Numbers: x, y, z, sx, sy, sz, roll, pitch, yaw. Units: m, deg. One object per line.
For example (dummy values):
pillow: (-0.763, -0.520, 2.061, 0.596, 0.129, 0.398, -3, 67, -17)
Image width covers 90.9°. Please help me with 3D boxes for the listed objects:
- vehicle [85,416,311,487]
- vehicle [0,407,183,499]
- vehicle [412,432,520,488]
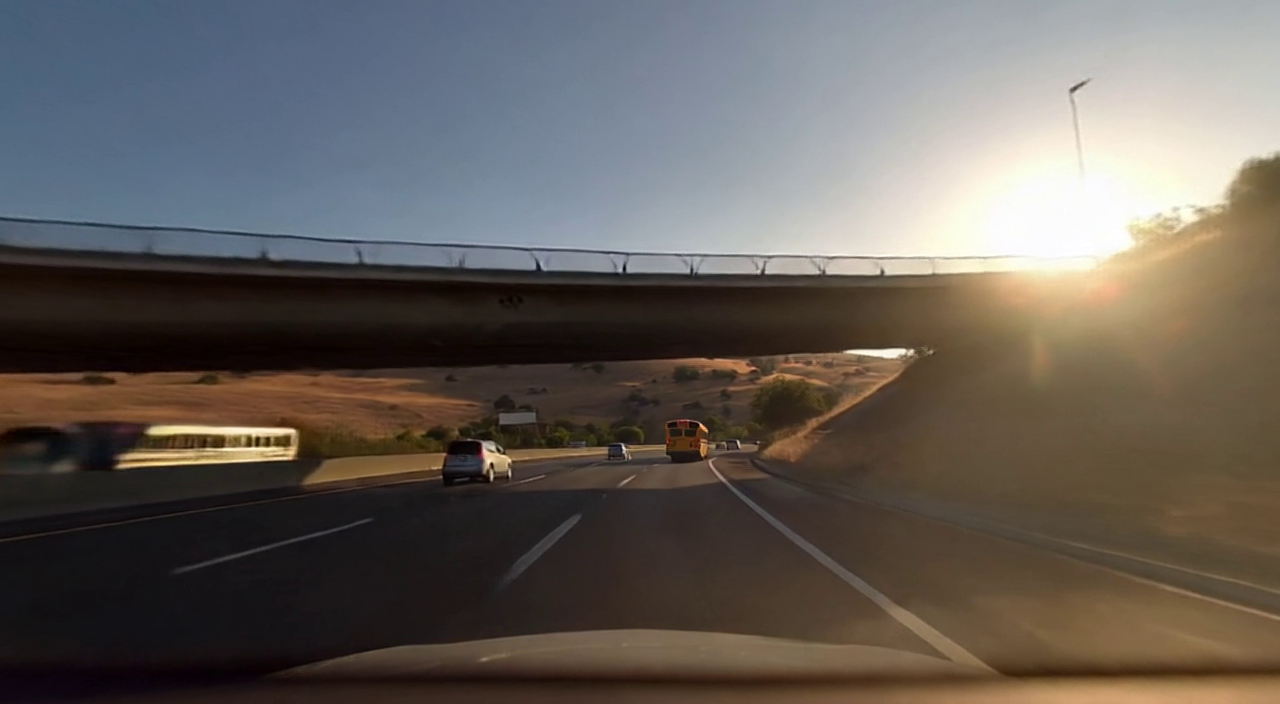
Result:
vehicle: (-23.845, 5.571, 35.679, 2.791, 3.263, 13.033, -1, -9, 3)
vehicle: (-24.359, 4.272, 26.888, 2.999, 3.296, 8.416, 0, -9, 3)
vehicle: (-5.839, 3.673, 21.827, 2.172, 1.689, 4.625, -1, -8, 3)
